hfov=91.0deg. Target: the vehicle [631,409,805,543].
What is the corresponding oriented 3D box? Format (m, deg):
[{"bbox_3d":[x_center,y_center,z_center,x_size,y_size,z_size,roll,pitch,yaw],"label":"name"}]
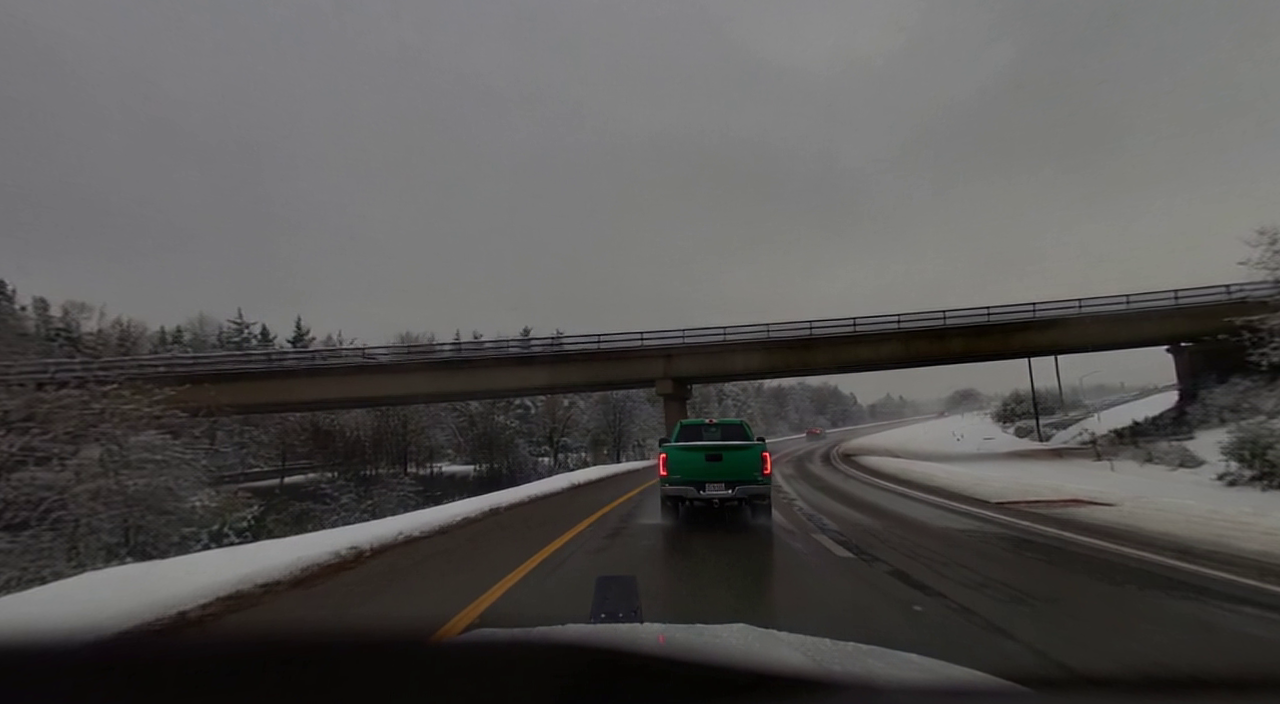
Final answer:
[{"bbox_3d":[1.237,1.937,10.465,2.235,1.716,4.435,-1,-9,6],"label":"vehicle"}]
